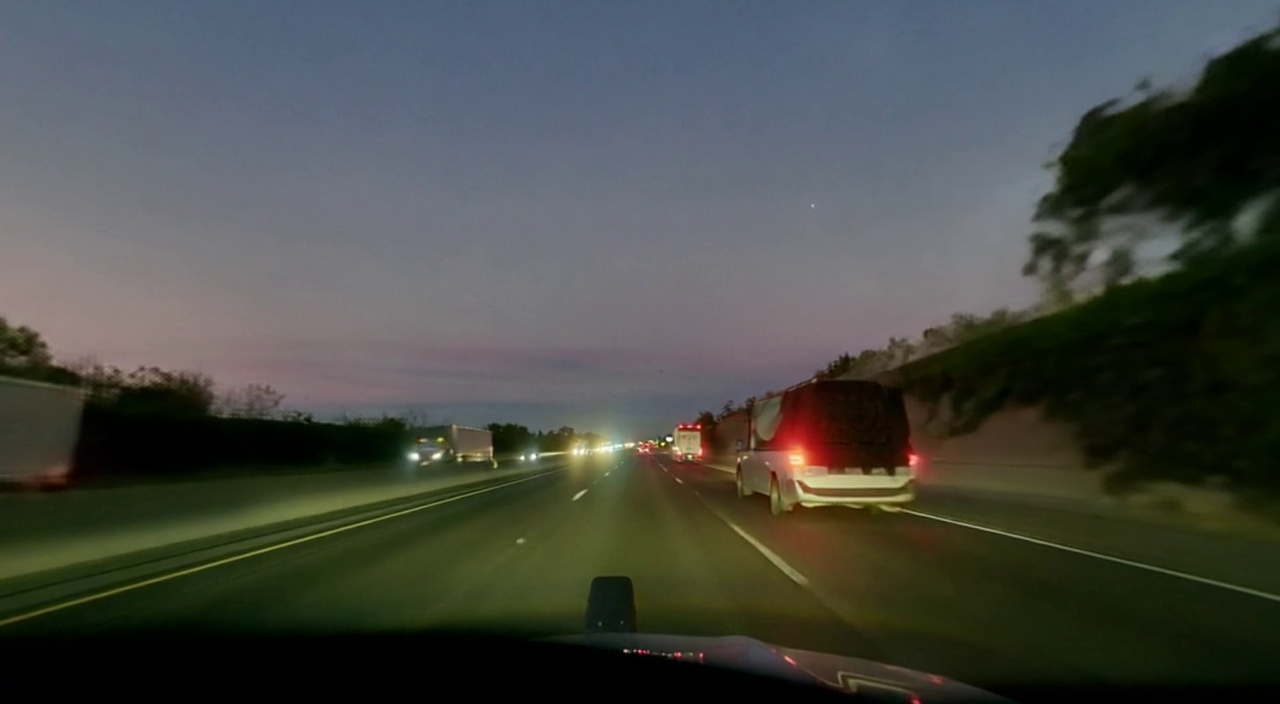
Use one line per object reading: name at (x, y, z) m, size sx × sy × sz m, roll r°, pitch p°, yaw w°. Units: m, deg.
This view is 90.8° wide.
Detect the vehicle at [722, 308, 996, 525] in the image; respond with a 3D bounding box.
vehicle at (4.454, 1.897, 16.181) m, size 3.032 × 3.785 × 10.333 m, roll 0°, pitch -9°, yaw -1°
